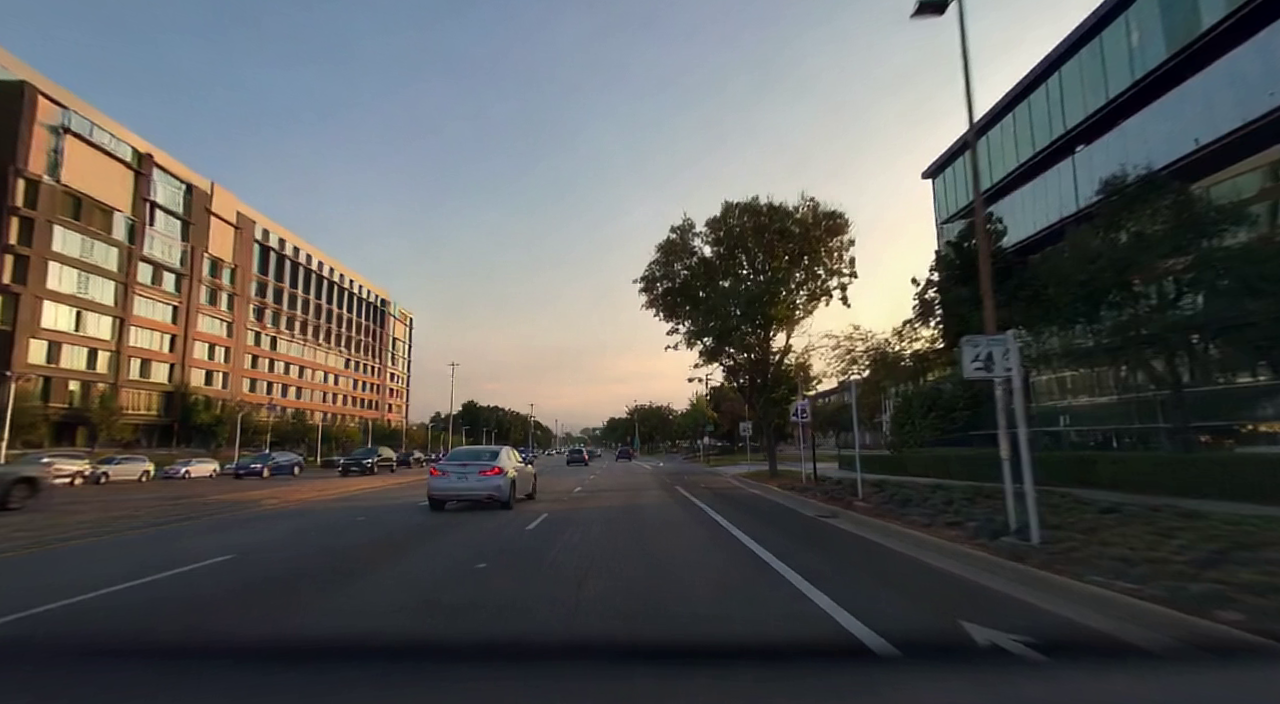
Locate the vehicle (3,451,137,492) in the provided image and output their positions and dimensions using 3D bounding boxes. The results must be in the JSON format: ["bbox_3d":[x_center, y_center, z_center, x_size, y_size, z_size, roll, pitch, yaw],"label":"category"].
[{"bbox_3d":[-32.012,6.680,35.847,2.226,2.042,5.984,0,-9,-3],"label":"vehicle"}]

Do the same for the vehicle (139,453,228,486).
[{"bbox_3d":[-27.088,6.939,37.704,2.022,1.764,4.492,-1,-8,-1],"label":"vehicle"}]

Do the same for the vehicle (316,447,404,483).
[{"bbox_3d":[-13.240,5.340,30.249,2.123,1.585,4.856,0,-8,-2],"label":"vehicle"}]

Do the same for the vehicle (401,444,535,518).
[{"bbox_3d":[-3.848,2.932,15.001,2.025,1.474,4.292,0,-8,-1],"label":"vehicle"}]

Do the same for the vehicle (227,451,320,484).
[{"bbox_3d":[-19.822,6.219,34.453,2.098,1.590,4.929,0,-8,0],"label":"vehicle"}]
